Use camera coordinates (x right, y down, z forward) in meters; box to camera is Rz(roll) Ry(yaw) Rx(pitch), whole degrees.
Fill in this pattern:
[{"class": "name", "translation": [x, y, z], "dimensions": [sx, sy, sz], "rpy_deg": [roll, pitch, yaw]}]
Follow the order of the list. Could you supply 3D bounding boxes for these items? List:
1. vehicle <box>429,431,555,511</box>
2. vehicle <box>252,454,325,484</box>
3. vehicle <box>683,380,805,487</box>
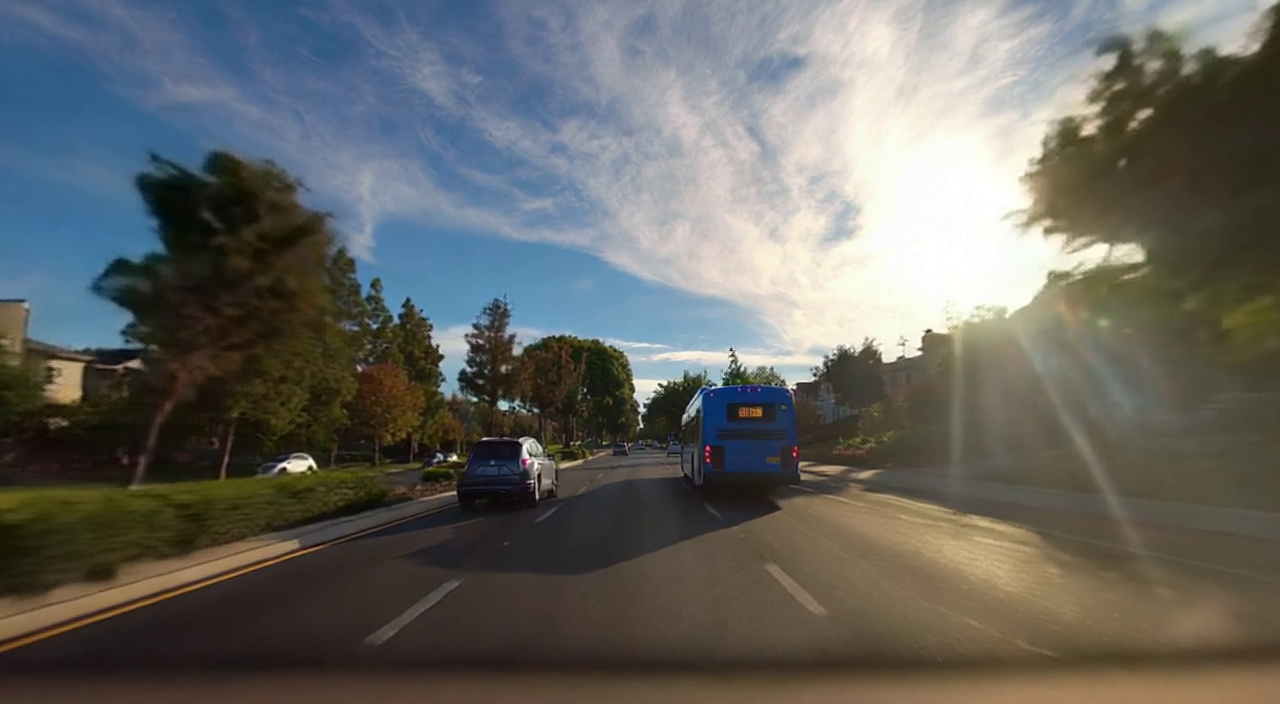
[{"class": "vehicle", "translation": [-3.616, 2.978, 16.262], "dimensions": [2.111, 1.767, 4.333], "rpy_deg": [0, -8, 1]}, {"class": "vehicle", "translation": [-22.270, 7.417, 40.028], "dimensions": [2.018, 1.648, 4.631], "rpy_deg": [0, -8, -1]}, {"class": "vehicle", "translation": [3.644, 3.438, 25.806], "dimensions": [3.072, 3.278, 12.747], "rpy_deg": [0, -8, 1]}]
